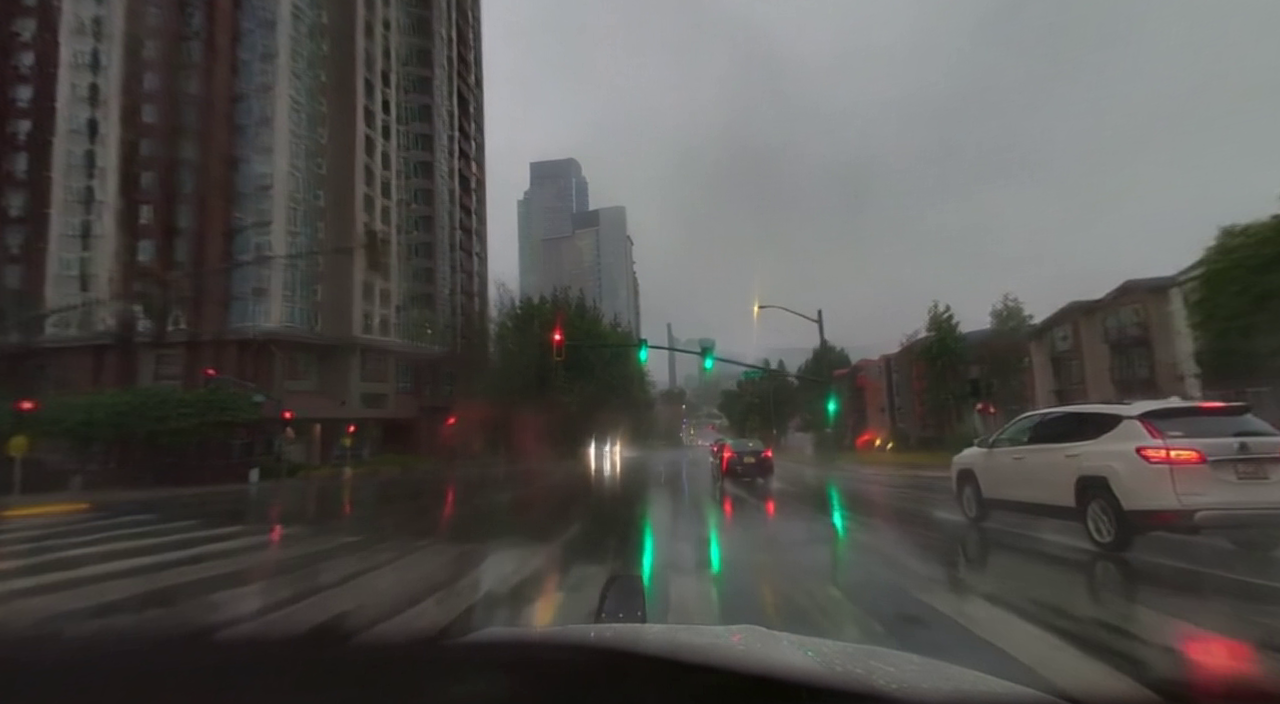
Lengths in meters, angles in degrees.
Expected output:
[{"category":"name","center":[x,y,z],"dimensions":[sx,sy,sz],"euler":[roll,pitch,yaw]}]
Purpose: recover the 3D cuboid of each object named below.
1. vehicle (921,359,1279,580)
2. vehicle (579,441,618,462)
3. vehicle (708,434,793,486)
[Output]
[{"category":"vehicle","center":[6.431,1.495,8.736],"dimensions":[2.427,2.017,5.763],"euler":[0,-8,0]},{"category":"vehicle","center":[-3.016,7.384,47.035],"dimensions":[2.032,1.484,4.437],"euler":[-1,-8,8]},{"category":"vehicle","center":[3.432,3.455,20.484],"dimensions":[2.003,1.480,4.494],"euler":[0,-8,1]}]
